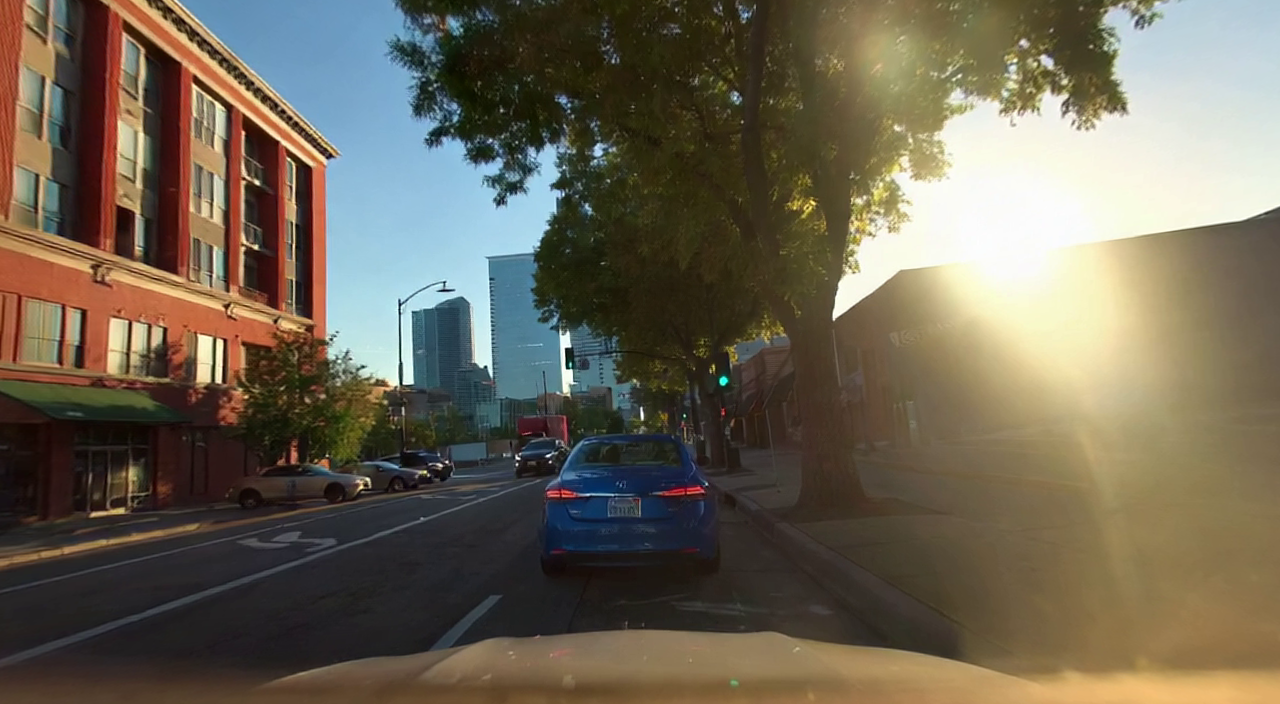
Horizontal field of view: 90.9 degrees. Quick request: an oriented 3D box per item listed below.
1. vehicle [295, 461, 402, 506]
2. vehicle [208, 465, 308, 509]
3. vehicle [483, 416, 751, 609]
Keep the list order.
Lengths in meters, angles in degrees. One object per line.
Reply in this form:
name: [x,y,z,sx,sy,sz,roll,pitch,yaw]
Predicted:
vehicle: [-11.249,5.081,24.719,2.010,1.483,4.324,0,-8,1]
vehicle: [-17.467,6.159,28.908,3.516,1.383,1.704,-10,-10,1]
vehicle: [-0.087,1.540,6.949,2.094,1.478,3.922,-1,-8,3]
